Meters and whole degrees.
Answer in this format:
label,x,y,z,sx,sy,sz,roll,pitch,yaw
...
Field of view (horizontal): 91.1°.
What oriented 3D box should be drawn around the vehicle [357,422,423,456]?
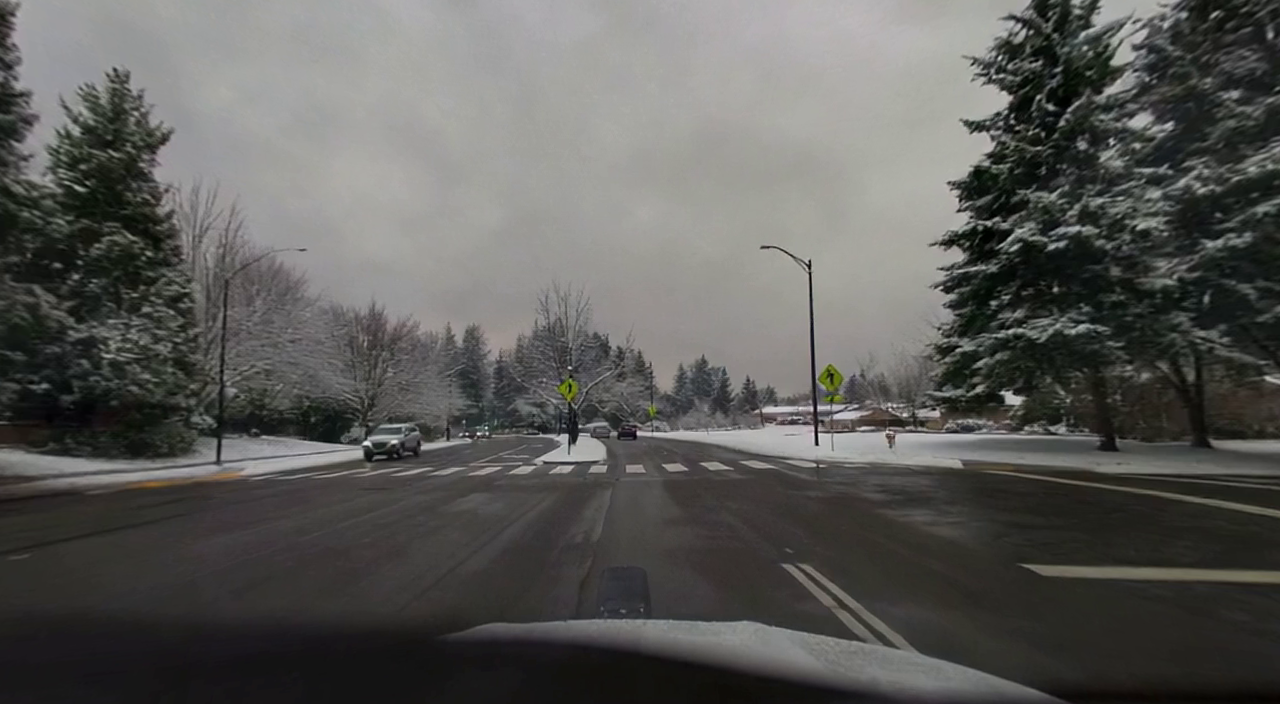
label,x,y,z,sx,sy,sz,roll,pitch,yaw
vehicle,-14.991,5.275,37.962,2.182,1.933,4.940,0,-8,-3
